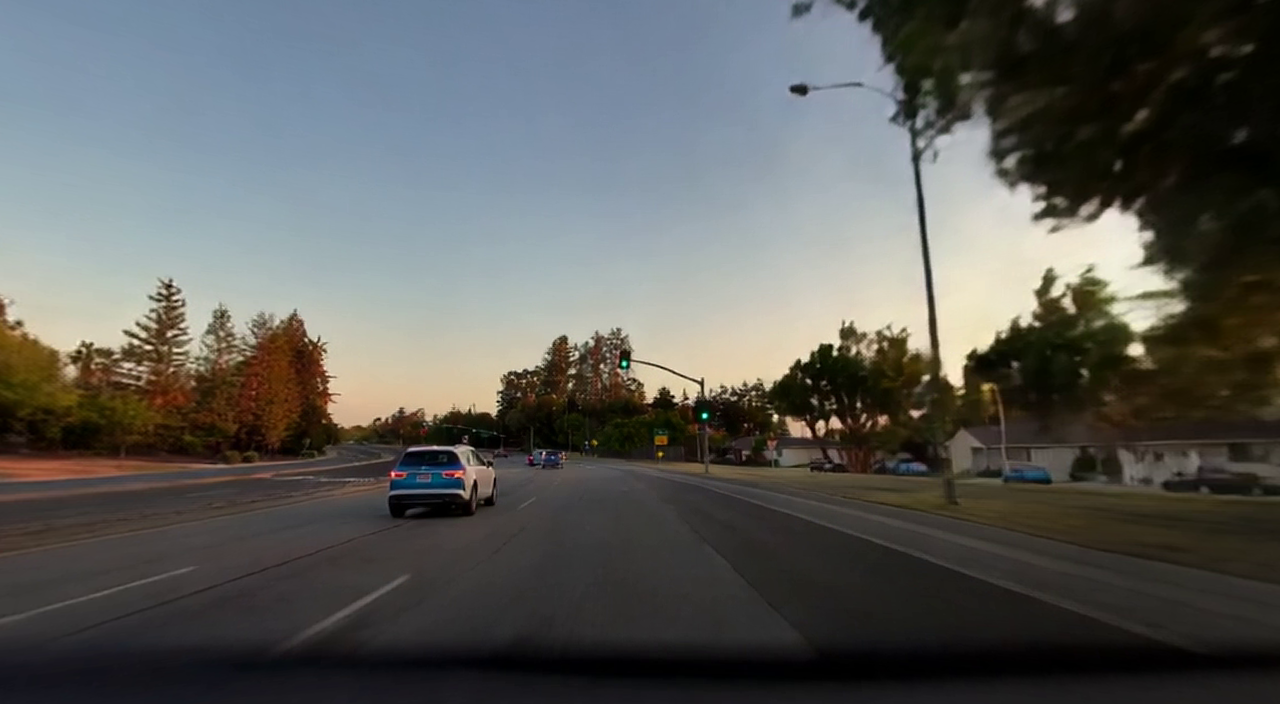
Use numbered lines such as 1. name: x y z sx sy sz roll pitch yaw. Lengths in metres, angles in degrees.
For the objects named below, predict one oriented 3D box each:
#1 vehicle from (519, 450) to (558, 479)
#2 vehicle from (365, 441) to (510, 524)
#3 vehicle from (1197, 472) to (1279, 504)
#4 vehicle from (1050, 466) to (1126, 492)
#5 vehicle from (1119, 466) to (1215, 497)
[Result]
1. vehicle: -5.878 6.518 36.848 1.904 1.476 3.736 0 -8 -4
2. vehicle: -4.537 2.959 15.020 2.098 1.613 4.606 -1 -8 -2
3. vehicle: 35.433 7.846 36.596 1.933 1.489 4.403 0 -9 -6
4. vehicle: 33.941 9.612 48.021 1.791 1.703 4.779 1 -9 -8
5. vehicle: 34.838 8.547 41.945 1.850 1.753 4.760 0 -9 -8
